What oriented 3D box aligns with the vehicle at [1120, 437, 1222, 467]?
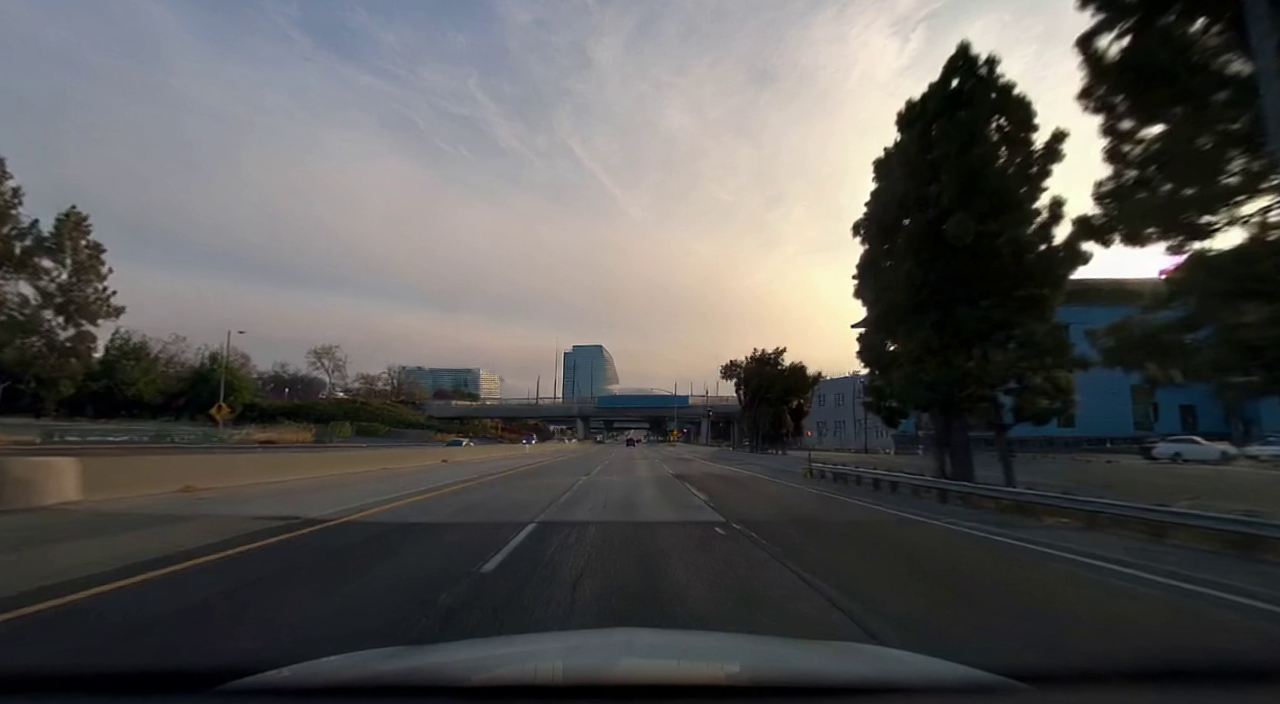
[{"bbox_3d":[32.093,6.032,38.198,1.897,1.668,4.280,1,-8,-14],"label":"vehicle"}]
